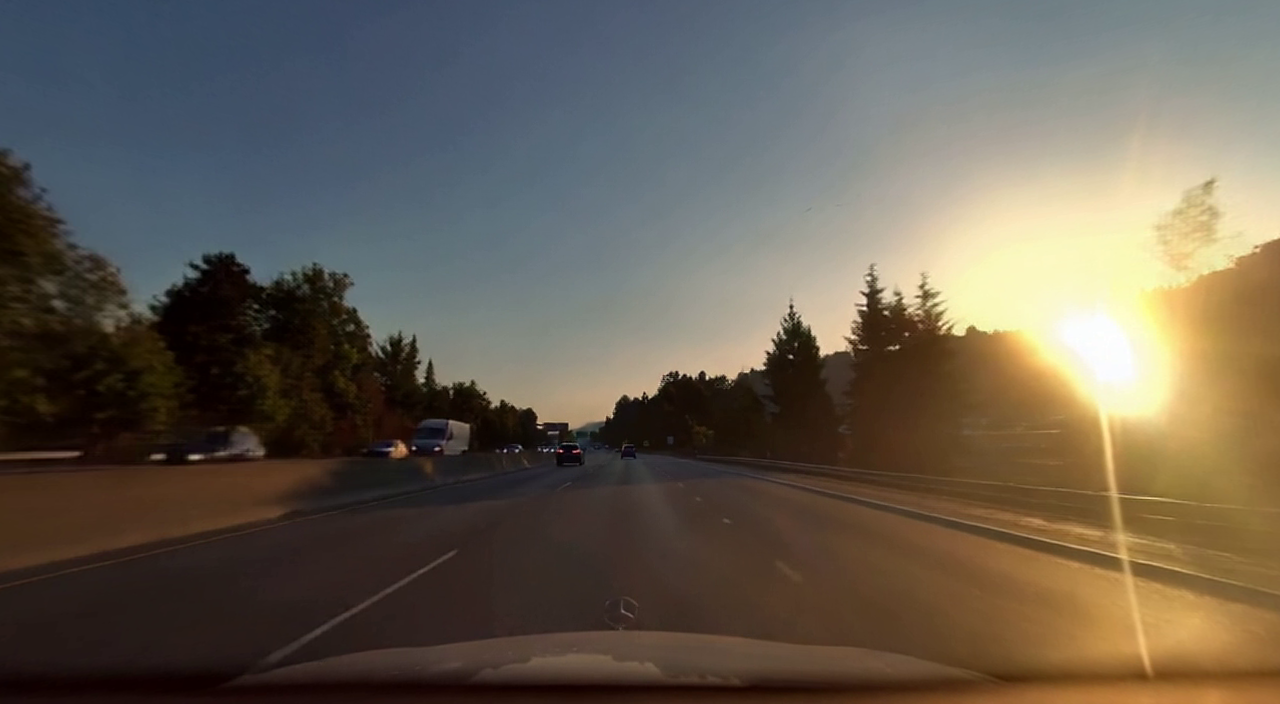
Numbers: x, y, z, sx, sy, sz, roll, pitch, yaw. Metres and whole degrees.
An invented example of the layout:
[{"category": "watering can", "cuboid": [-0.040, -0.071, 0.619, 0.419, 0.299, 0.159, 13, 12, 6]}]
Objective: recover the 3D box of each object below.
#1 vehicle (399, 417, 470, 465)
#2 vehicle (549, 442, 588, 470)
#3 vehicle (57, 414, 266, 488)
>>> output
[{"category": "vehicle", "cuboid": [-13.284, 5.891, 41.175, 2.343, 2.825, 7.354, 0, -9, -1]}, {"category": "vehicle", "cuboid": [-4.591, 6.712, 40.687, 2.098, 1.692, 4.038, 0, -9, -1]}, {"category": "vehicle", "cuboid": [-12.985, 2.763, 17.554, 2.025, 1.744, 4.877, 0, -9, -1]}]
